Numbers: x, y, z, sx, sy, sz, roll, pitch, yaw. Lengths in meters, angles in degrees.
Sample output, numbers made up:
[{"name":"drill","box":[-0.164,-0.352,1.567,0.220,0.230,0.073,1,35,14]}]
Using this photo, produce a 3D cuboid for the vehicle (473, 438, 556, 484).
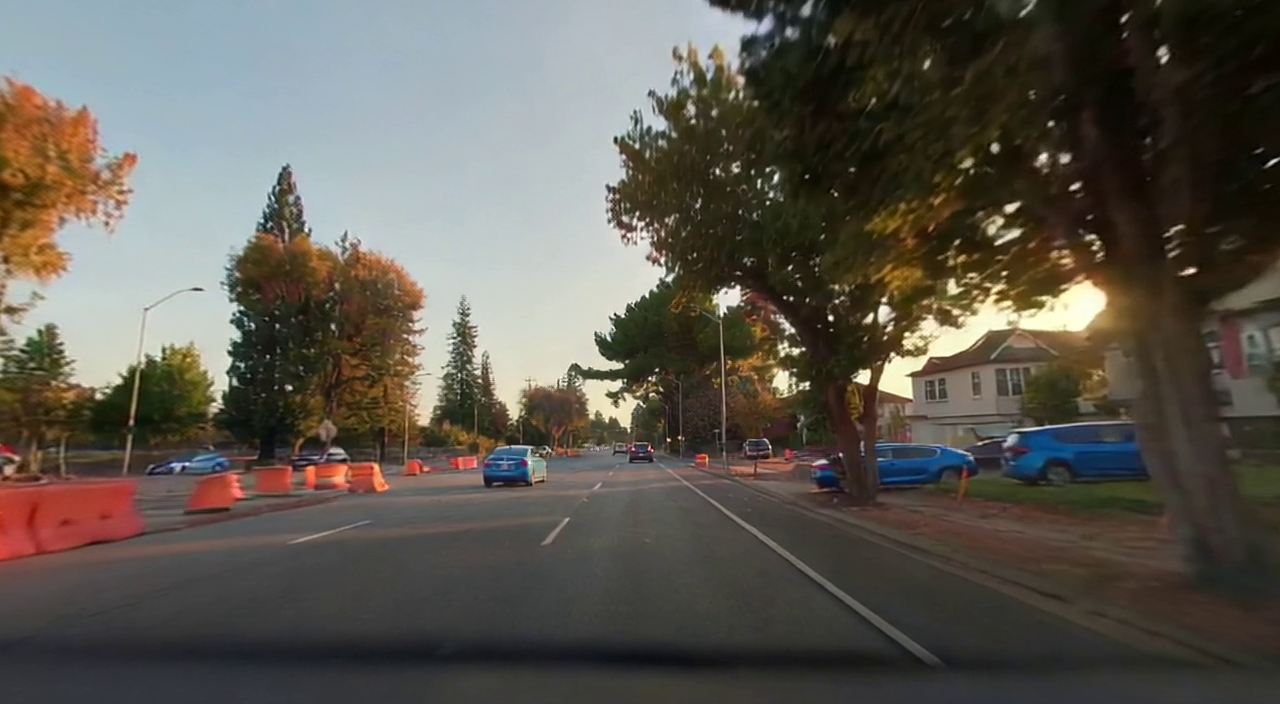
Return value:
[{"name":"vehicle","box":[-4.849,4.300,25.130,2.198,1.663,4.519,0,-9,3]}]

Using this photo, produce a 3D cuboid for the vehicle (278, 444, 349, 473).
[{"name":"vehicle","box":[-20.729,6.745,40.176,2.053,1.761,4.479,0,-9,1]}]

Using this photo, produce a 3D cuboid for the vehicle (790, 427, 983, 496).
[{"name":"vehicle","box":[6.592,2.993,17.380,4.447,1.754,2.182,-1,-9,5]}]

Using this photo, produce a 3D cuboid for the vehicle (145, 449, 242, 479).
[{"name":"vehicle","box":[-24.845,6.240,35.275,1.906,1.525,4.709,0,-9,1]}]

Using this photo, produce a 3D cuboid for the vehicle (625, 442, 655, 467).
[{"name":"vehicle","box":[-0.007,7.473,46.108,2.135,1.711,4.124,0,-9,0]}]

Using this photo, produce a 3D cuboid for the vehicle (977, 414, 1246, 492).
[{"name":"vehicle","box":[11.645,2.535,15.919,4.936,1.813,2.158,-1,-9,3]}]
